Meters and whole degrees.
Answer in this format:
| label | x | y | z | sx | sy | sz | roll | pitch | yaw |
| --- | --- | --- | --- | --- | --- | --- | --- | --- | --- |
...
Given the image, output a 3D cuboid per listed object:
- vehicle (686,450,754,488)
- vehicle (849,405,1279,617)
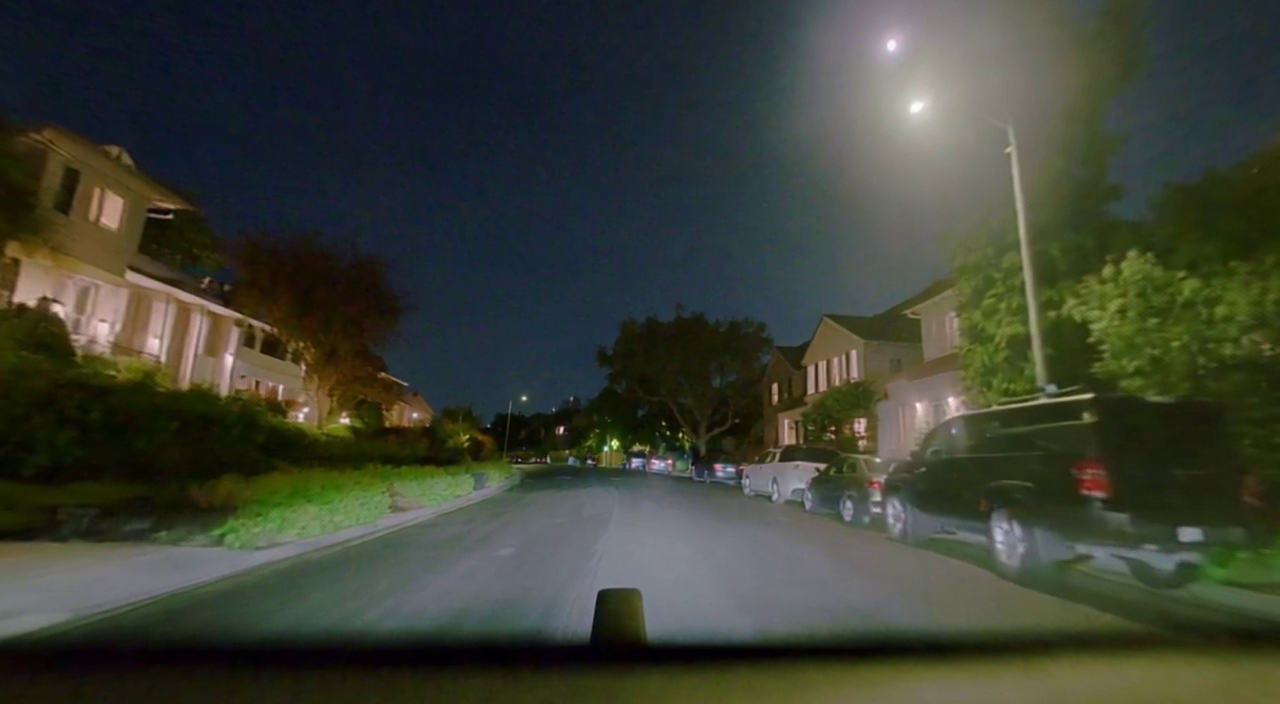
| label | x | y | z | sx | sy | sz | roll | pitch | yaw |
| --- | --- | --- | --- | --- | --- | --- | --- | --- | --- |
| vehicle | 4.101 | 6.094 | 33.326 | 2.111 | 1.771 | 4.942 | 1 | -9 | -11 |
| vehicle | 5.402 | 1.947 | 8.945 | 2.715 | 1.900 | 6.163 | 1 | -9 | -1 |
